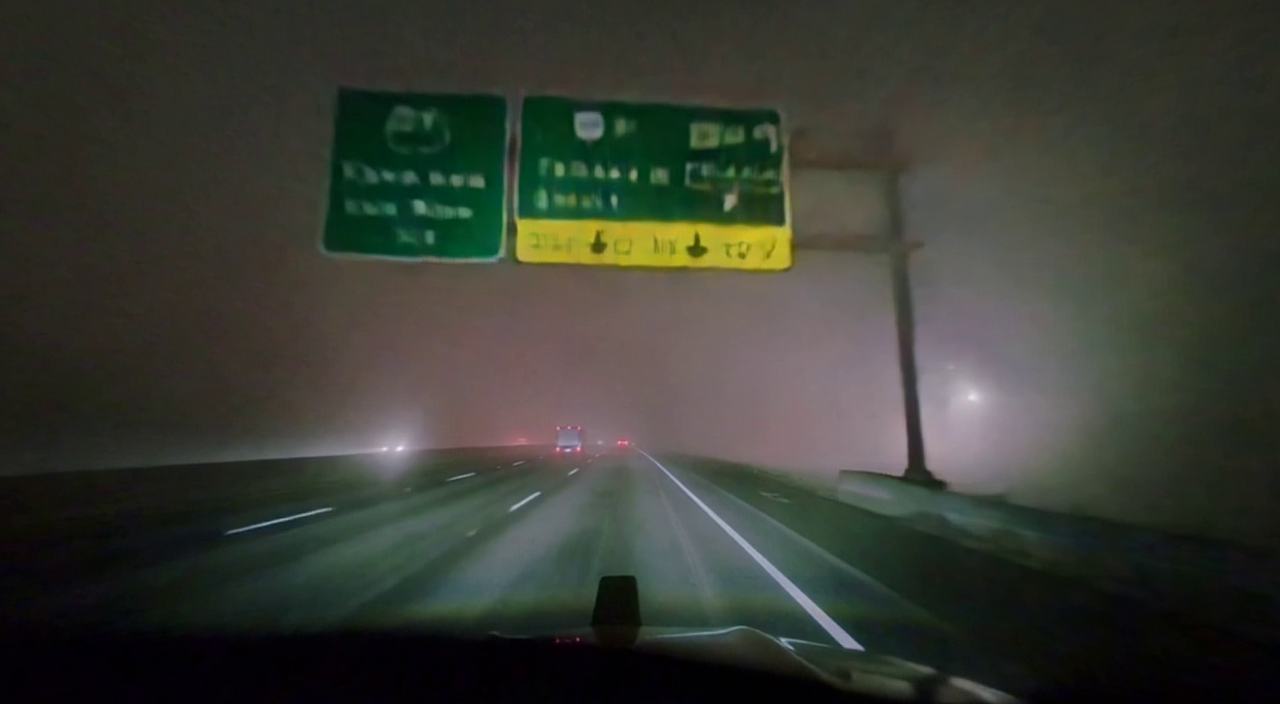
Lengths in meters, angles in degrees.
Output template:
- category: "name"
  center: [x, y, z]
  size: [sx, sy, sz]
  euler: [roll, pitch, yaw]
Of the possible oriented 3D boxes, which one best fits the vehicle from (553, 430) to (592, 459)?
- category: "vehicle"
  center: [-4.840, 6.681, 45.724]
  size: [2.281, 1.957, 5.713]
  euler: [0, -8, -1]
